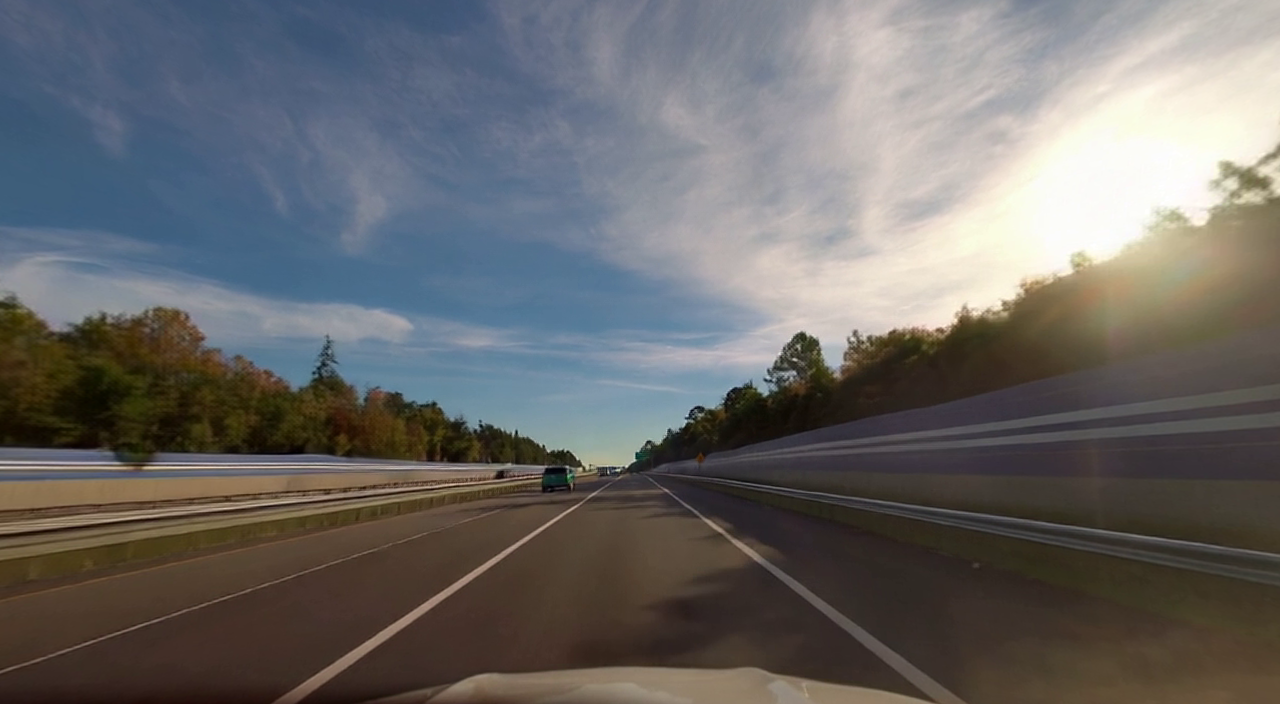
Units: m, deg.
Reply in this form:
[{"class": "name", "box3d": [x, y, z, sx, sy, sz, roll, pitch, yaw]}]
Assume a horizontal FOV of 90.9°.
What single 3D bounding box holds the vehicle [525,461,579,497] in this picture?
[{"class": "vehicle", "box3d": [-4.040, 5.952, 29.641, 1.985, 1.515, 3.839, 0, -10, 0]}]
